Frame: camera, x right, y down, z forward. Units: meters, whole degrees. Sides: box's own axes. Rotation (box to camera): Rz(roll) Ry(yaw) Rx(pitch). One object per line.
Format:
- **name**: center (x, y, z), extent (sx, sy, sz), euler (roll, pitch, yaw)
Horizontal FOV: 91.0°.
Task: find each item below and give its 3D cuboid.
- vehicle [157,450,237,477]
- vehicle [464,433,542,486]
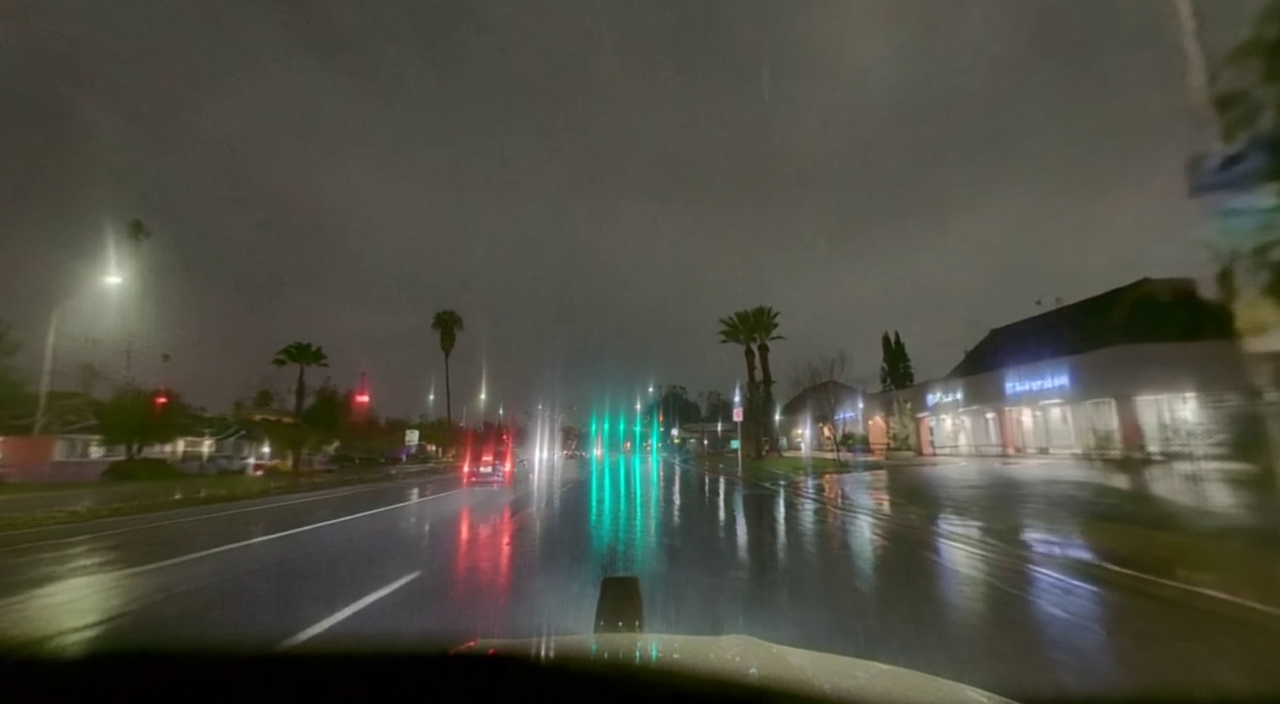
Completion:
- **vehicle**: center (-34.318, 8.623, 48.802), extent (4.863, 1.903, 2.481), euler (-3, -9, 18)
- **vehicle**: center (-5.214, 4.151, 24.585), extent (2.136, 1.844, 4.363), euler (0, -8, -1)
